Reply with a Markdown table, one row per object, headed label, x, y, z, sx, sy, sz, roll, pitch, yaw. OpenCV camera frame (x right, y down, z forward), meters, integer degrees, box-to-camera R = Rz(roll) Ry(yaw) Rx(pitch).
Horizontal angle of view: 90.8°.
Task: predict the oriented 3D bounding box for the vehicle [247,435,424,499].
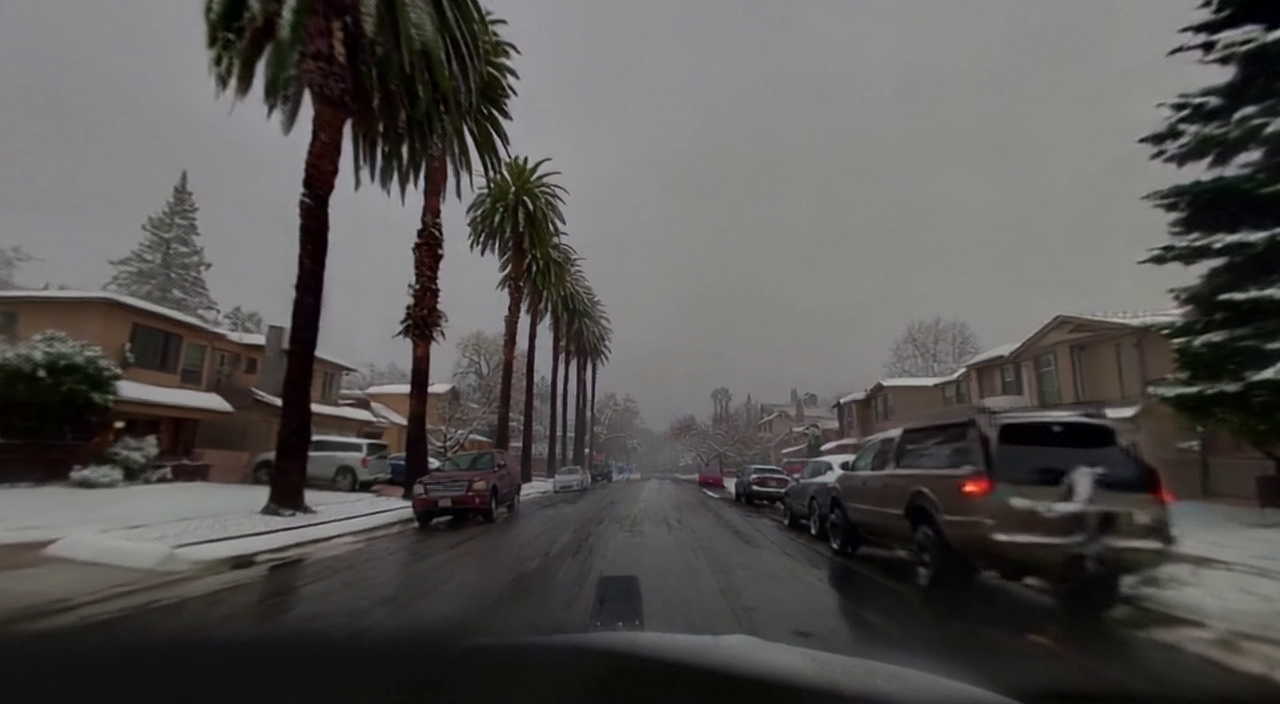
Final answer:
| label | x | y | z | sx | sy | sz | roll | pitch | yaw |
| --- | --- | --- | --- | --- | --- | --- | --- | --- | --- |
| vehicle | -10.591 | 4.001 | 22.366 | 4.991 | 1.947 | 2.329 | 2 | -8 | 0 |

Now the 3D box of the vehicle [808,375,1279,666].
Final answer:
| label | x | y | z | sx | sy | sz | roll | pitch | yaw |
| --- | --- | --- | --- | --- | --- | --- | --- | --- | --- |
| vehicle | 3.852 | 1.645 | 7.655 | 2.184 | 2.038 | 6.212 | 0 | -9 | 3 |

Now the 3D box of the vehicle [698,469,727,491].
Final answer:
| label | x | y | z | sx | sy | sz | roll | pitch | yaw |
| --- | --- | --- | --- | --- | --- | --- | --- | --- | --- |
| vehicle | 5.634 | 9.983 | 49.582 | 1.867 | 1.480 | 4.678 | 0 | -9 | 2 |

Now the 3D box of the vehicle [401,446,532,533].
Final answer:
| label | x | y | z | sx | sy | sz | roll | pitch | yaw |
| --- | --- | --- | --- | --- | --- | --- | --- | --- | --- |
| vehicle | -4.338 | 3.456 | 16.687 | 2.147 | 1.823 | 4.725 | -1 | -7 | 0 |

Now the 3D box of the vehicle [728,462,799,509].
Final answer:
| label | x | y | z | sx | sy | sz | roll | pitch | yaw |
| --- | --- | --- | --- | --- | --- | --- | --- | --- | --- |
| vehicle | 4.704 | 5.127 | 24.625 | 1.987 | 1.567 | 4.112 | 0 | -9 | 1 |

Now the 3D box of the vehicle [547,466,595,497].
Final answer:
| label | x | y | z | sx | sy | sz | roll | pitch | yaw |
| --- | --- | --- | --- | --- | --- | --- | --- | --- | --- |
| vehicle | -3.707 | 7.045 | 34.611 | 2.080 | 1.479 | 4.531 | 0 | -10 | 0 |
